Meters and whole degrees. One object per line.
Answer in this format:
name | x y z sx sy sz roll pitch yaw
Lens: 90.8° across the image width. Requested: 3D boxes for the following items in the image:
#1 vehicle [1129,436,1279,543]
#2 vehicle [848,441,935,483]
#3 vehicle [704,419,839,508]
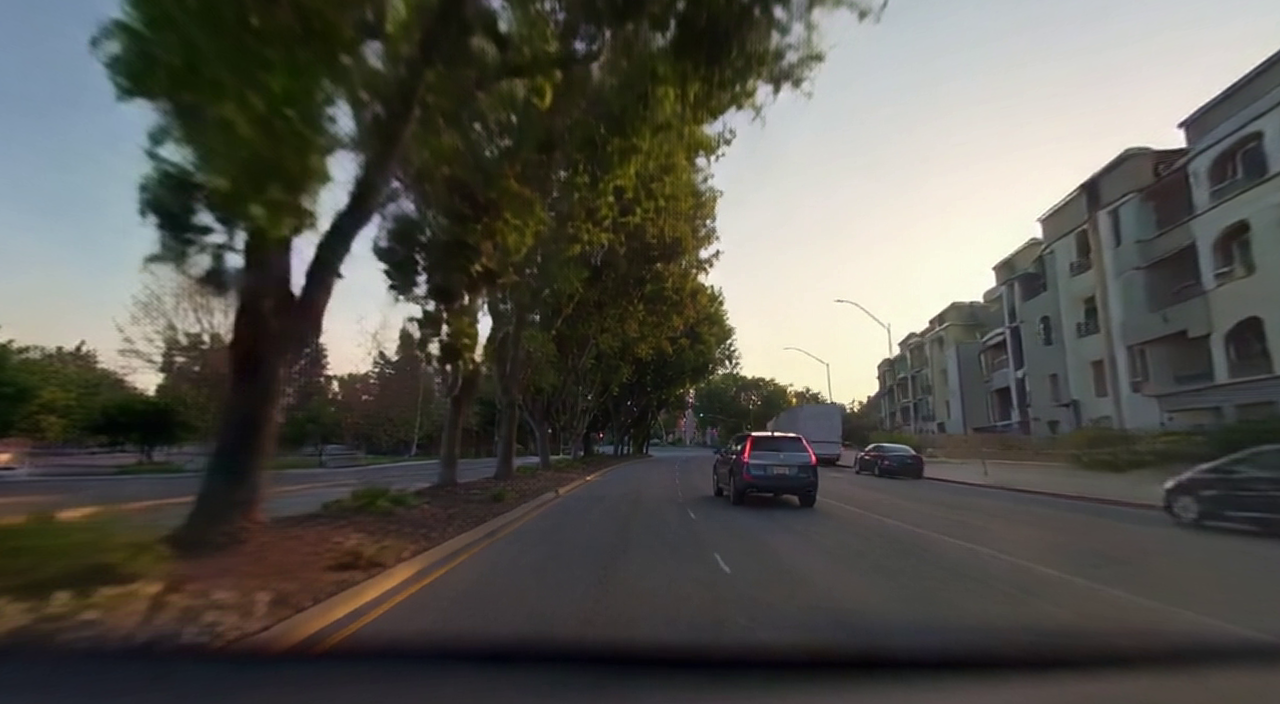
vehicle | 9.872 1.955 9.061 1.893 1.469 4.615 0 -9 -2
vehicle | 10.265 4.498 26.237 1.870 1.504 4.823 0 -8 3
vehicle | 2.941 2.645 15.305 2.215 1.812 4.569 0 -9 -1
